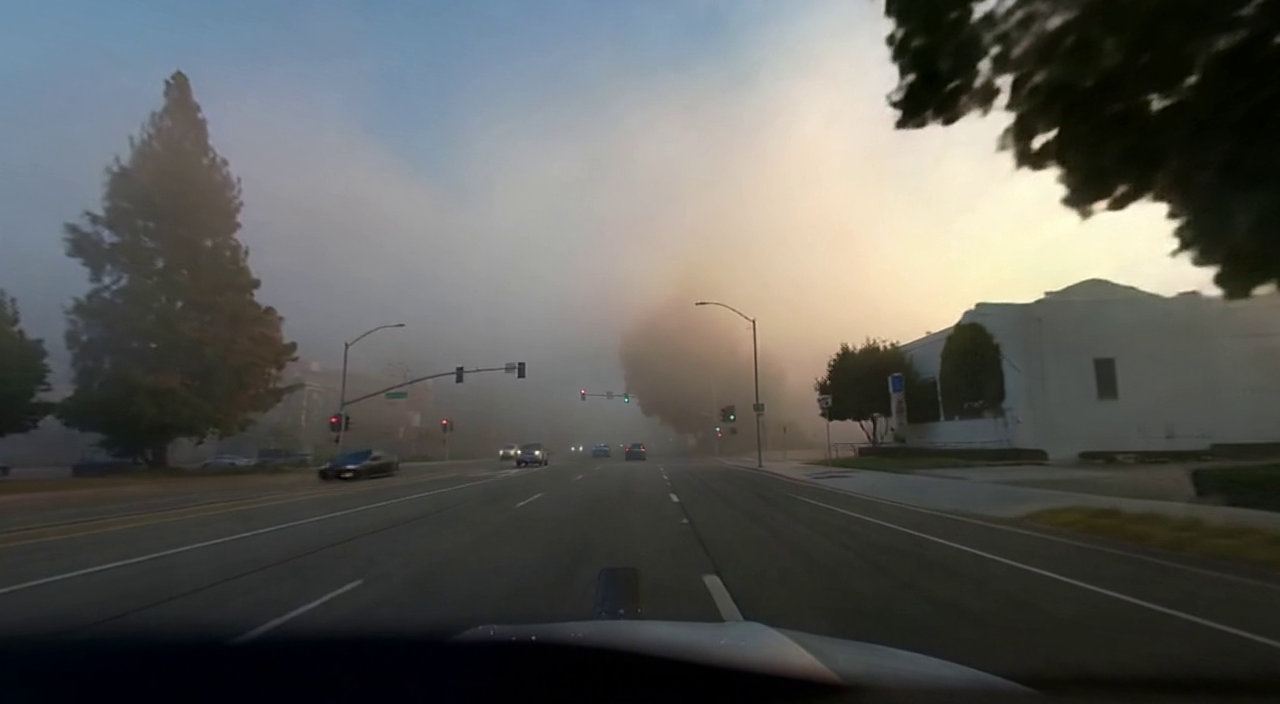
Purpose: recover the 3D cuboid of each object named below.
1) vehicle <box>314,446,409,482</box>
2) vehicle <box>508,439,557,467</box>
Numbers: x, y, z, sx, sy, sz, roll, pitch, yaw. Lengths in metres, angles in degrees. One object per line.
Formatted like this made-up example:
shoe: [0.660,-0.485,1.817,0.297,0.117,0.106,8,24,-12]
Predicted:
vehicle: [-11.898,4.792,27.369,1.987,1.445,4.482,0,-9,1]
vehicle: [-7.077,6.703,41.973,2.262,1.708,4.466,0,-9,2]
